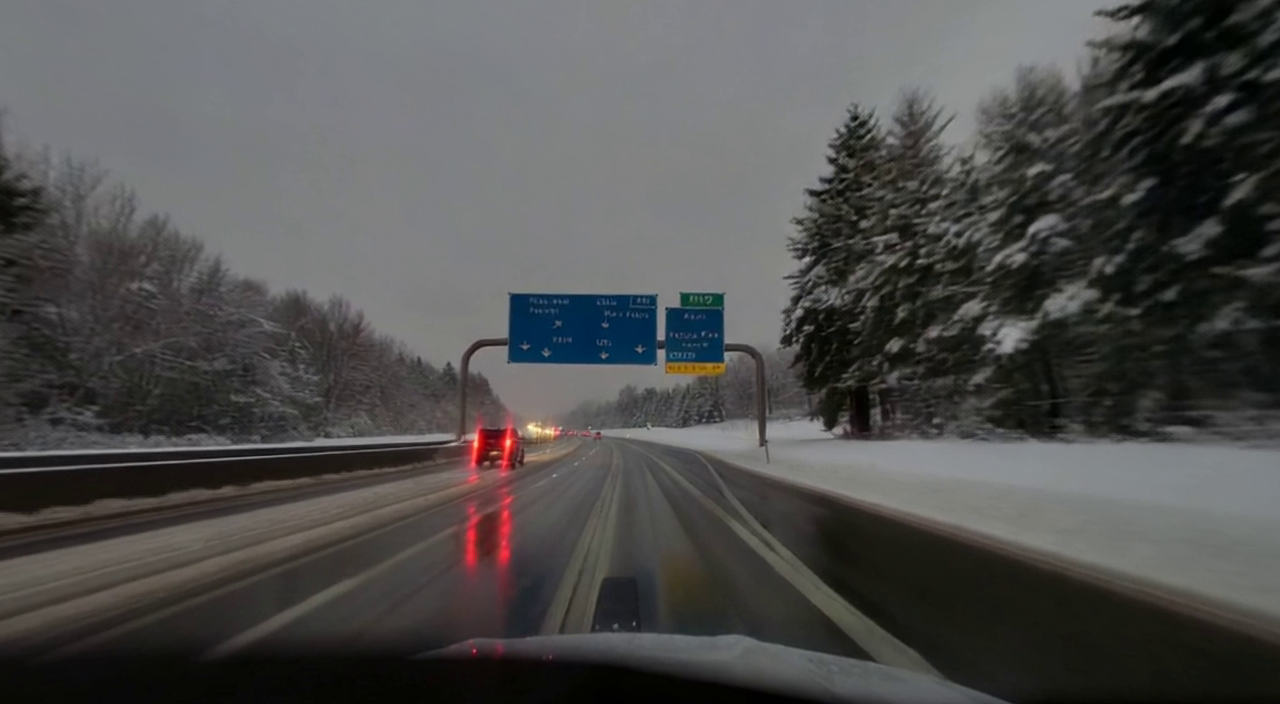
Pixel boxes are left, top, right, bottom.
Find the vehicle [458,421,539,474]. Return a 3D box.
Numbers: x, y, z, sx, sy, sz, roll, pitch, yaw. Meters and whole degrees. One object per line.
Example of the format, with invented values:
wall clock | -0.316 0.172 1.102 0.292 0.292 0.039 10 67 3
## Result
vehicle | -4.955 3.397 22.591 2.007 1.727 4.040 0 -8 0
